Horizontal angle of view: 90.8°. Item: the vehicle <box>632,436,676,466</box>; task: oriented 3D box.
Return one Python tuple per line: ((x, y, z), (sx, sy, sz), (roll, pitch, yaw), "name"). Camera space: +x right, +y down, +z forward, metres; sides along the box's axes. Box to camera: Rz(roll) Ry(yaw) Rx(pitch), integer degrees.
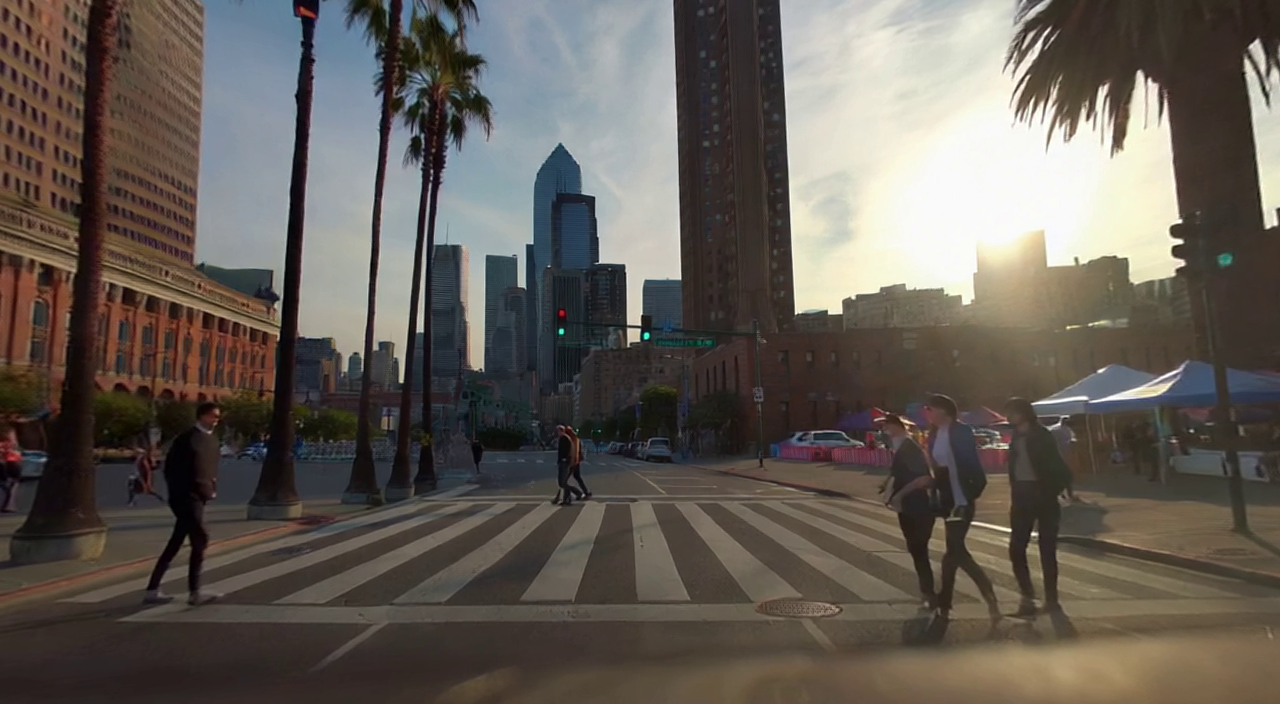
((0.936, 7.274, 46.547), (2.322, 2.071, 5.366), (1, -9, -9), "vehicle")
